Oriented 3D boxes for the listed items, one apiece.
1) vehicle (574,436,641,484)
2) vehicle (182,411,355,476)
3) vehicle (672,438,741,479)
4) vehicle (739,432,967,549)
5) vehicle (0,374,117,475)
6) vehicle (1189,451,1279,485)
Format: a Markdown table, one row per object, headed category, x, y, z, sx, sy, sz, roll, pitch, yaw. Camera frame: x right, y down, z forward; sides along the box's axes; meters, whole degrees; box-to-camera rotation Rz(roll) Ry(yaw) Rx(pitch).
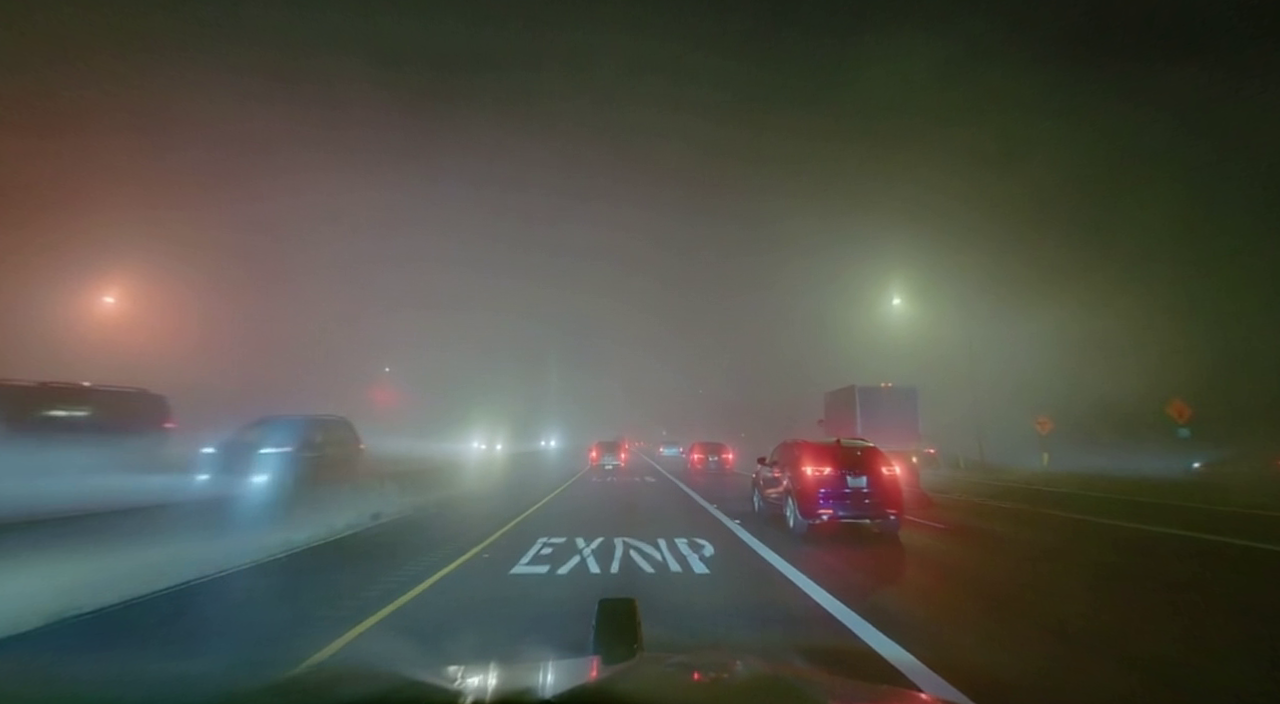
| category | x | y | z | sx | sy | sz | roll | pitch | yaw |
| --- | --- | --- | --- | --- | --- | --- | --- | --- | --- |
| vehicle | -1.077 | 3.638 | 21.739 | 2.069 | 1.470 | 4.004 | 0 | -8 | -2 |
| vehicle | -10.102 | 2.552 | 17.734 | 1.997 | 1.562 | 4.754 | 0 | -8 | -1 |
| vehicle | 2.499 | 4.137 | 24.995 | 2.042 | 1.460 | 4.451 | 0 | -8 | -3 |
| vehicle | 3.040 | 2.049 | 10.169 | 1.996 | 1.455 | 4.281 | 0 | -8 | -3 |
| vehicle | -13.646 | 1.360 | 11.954 | 2.414 | 1.943 | 6.030 | 0 | -8 | -1 |
| vehicle | 35.741 | 6.682 | 36.812 | 2.227 | 1.730 | 5.442 | 1 | -8 | -6 |
